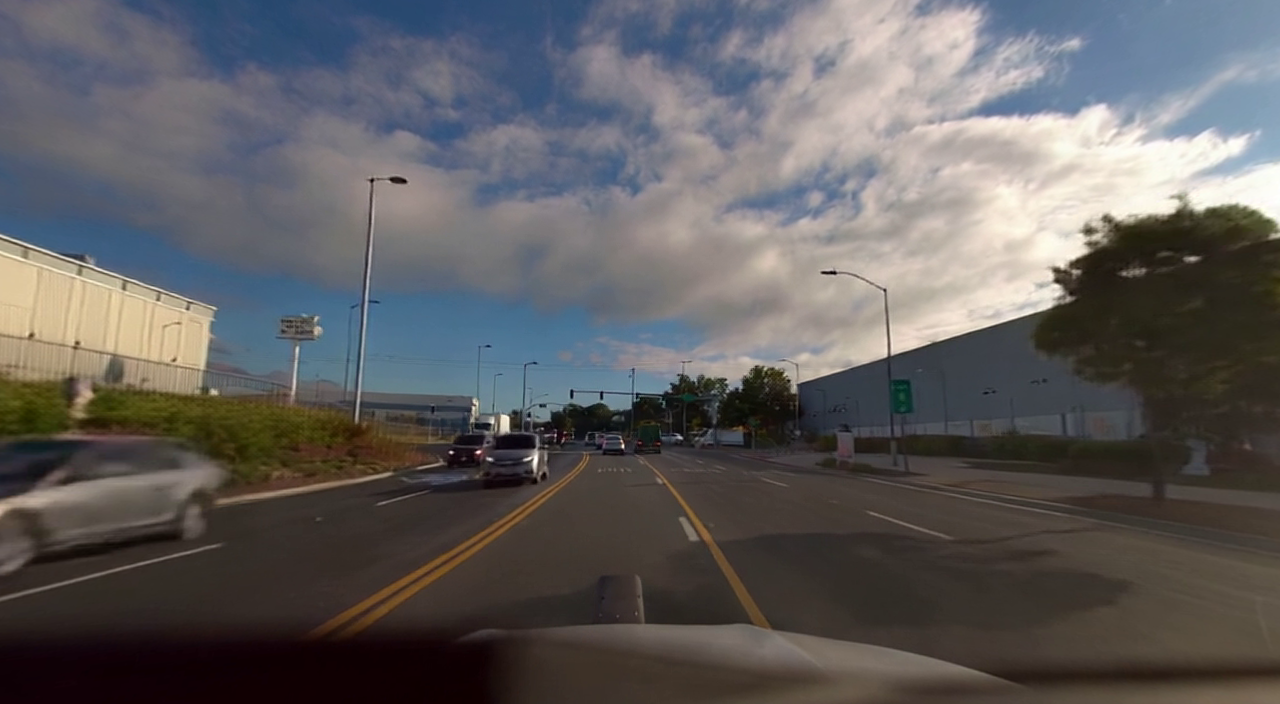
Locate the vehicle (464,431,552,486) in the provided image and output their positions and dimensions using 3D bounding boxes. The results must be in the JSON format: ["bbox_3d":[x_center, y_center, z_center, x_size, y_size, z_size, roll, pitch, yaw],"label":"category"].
[{"bbox_3d":[-4.012,3.295,19.871,2.003,1.562,3.862,0,-8,-1],"label":"vehicle"}]

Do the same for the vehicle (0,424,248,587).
[{"bbox_3d":[-6.841,1.631,7.374,1.922,1.489,3.939,0,-8,0],"label":"vehicle"}]

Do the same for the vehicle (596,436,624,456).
[{"bbox_3d":[-2.376,7.330,49.152,2.060,1.491,3.873,1,-8,-3],"label":"vehicle"}]
